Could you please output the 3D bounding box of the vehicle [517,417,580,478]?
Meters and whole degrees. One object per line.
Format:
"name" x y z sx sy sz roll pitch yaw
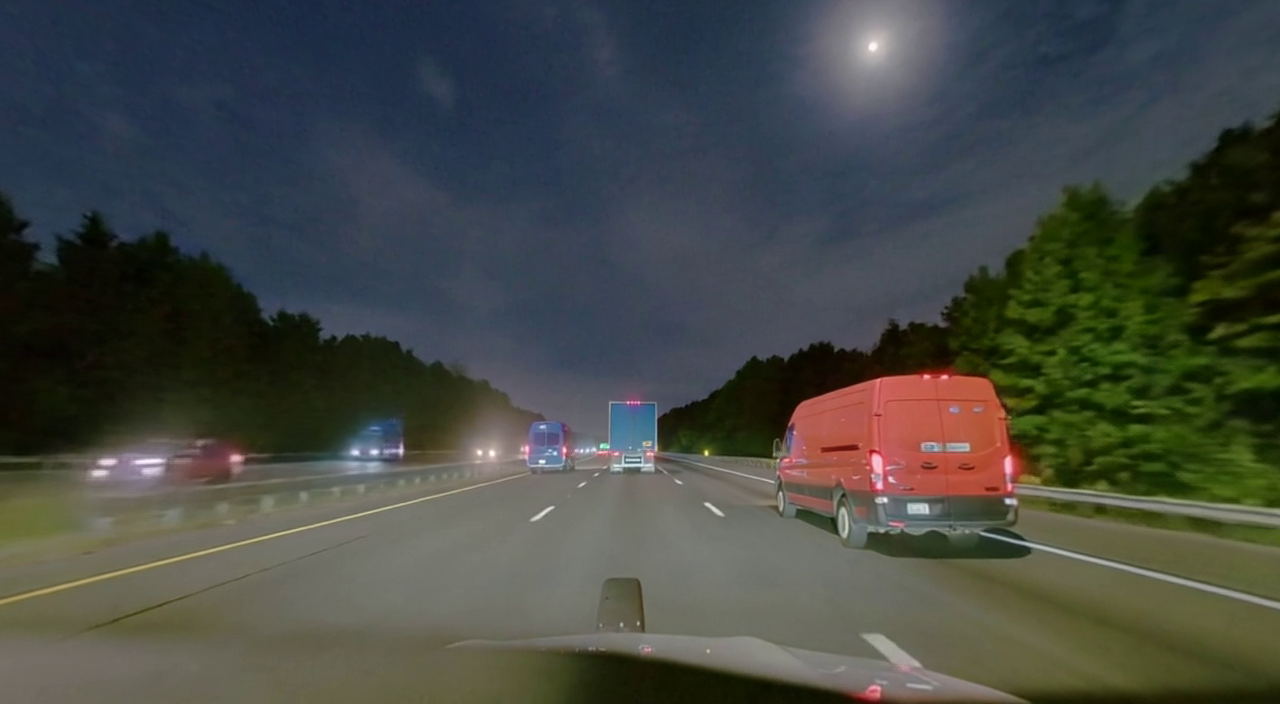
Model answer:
"vehicle" -4.475 4.859 32.078 2.357 2.786 6.144 0 -9 -1

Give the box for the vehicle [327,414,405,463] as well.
"vehicle" -17.914 5.761 41.729 2.450 2.949 5.978 0 -9 0

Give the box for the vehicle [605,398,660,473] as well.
"vehicle" -0.469 5.332 39.536 2.995 4.036 10.311 0 -9 -1

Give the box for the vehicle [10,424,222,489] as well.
"vehicle" -13.372 2.713 16.542 1.897 1.471 4.275 0 -9 0
